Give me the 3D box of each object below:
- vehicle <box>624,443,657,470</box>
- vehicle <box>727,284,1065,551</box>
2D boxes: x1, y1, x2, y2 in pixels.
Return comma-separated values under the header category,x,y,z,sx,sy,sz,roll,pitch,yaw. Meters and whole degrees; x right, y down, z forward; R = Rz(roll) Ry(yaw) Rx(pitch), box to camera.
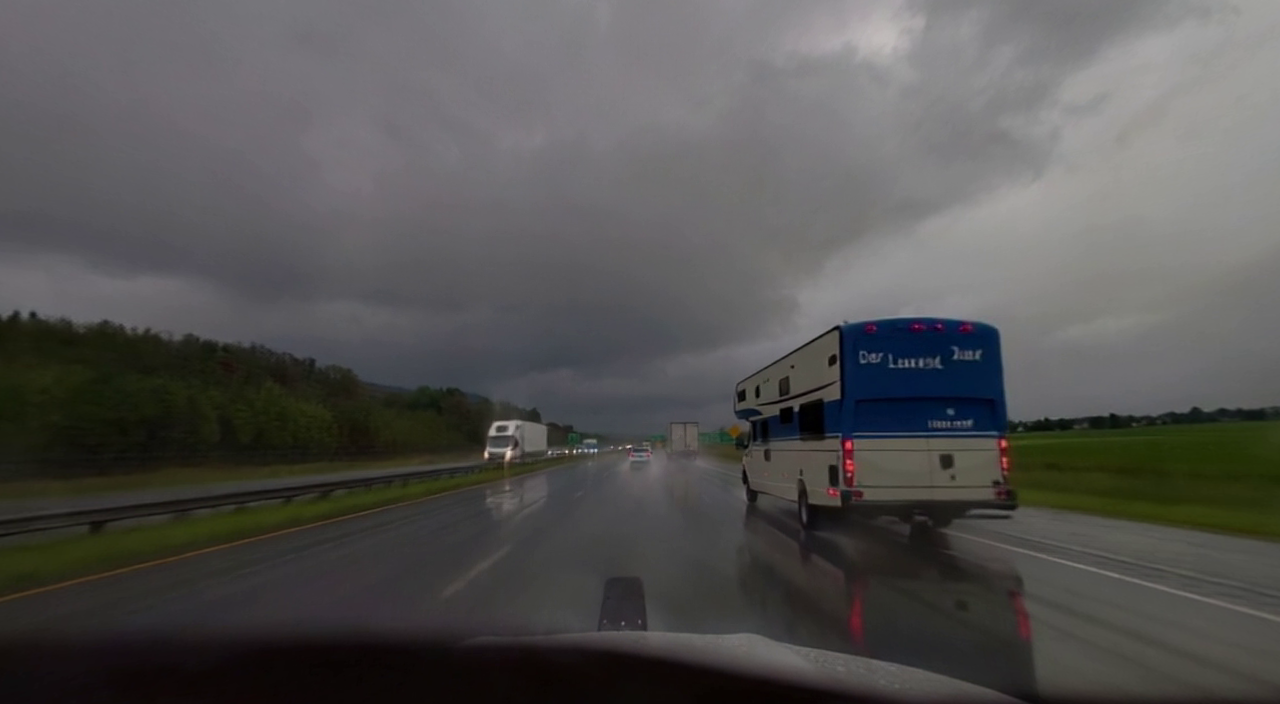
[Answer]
category,x,y,z,sx,sy,sz,roll,pitch,yaw
vehicle,0.016,7.037,42.573,2.151,1.678,3.923,0,-9,-1
vehicle,3.937,1.488,12.713,2.931,3.530,8.760,0,-9,-1
